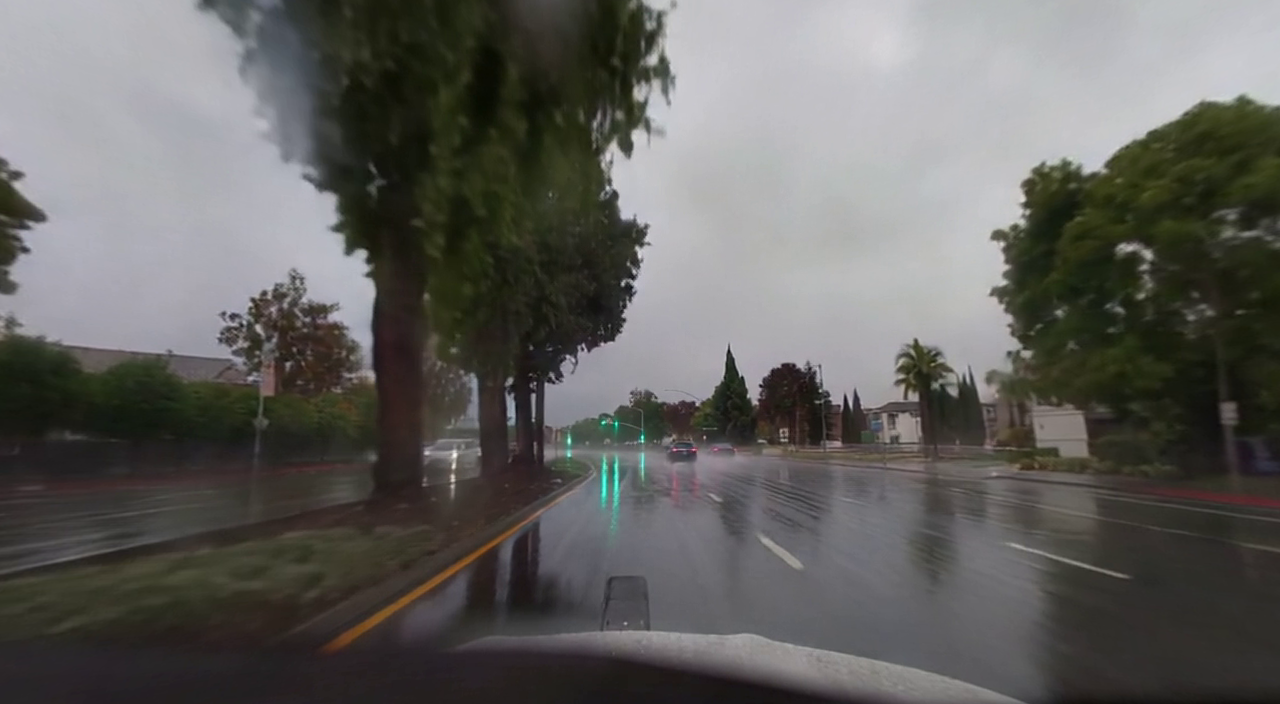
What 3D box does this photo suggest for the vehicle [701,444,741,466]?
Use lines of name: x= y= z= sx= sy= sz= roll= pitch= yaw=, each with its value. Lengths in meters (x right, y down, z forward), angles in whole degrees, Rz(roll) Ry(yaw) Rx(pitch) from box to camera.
vehicle: x=5.938 y=7.625 z=46.665 sx=1.969 sy=1.522 sz=4.609 roll=1 pitch=-8 yaw=-5

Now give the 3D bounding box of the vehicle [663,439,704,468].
vehicle: x=2.813 y=6.730 z=42.028 sx=2.046 sy=1.818 sz=4.603 roll=1 pitch=-8 yaw=-5
